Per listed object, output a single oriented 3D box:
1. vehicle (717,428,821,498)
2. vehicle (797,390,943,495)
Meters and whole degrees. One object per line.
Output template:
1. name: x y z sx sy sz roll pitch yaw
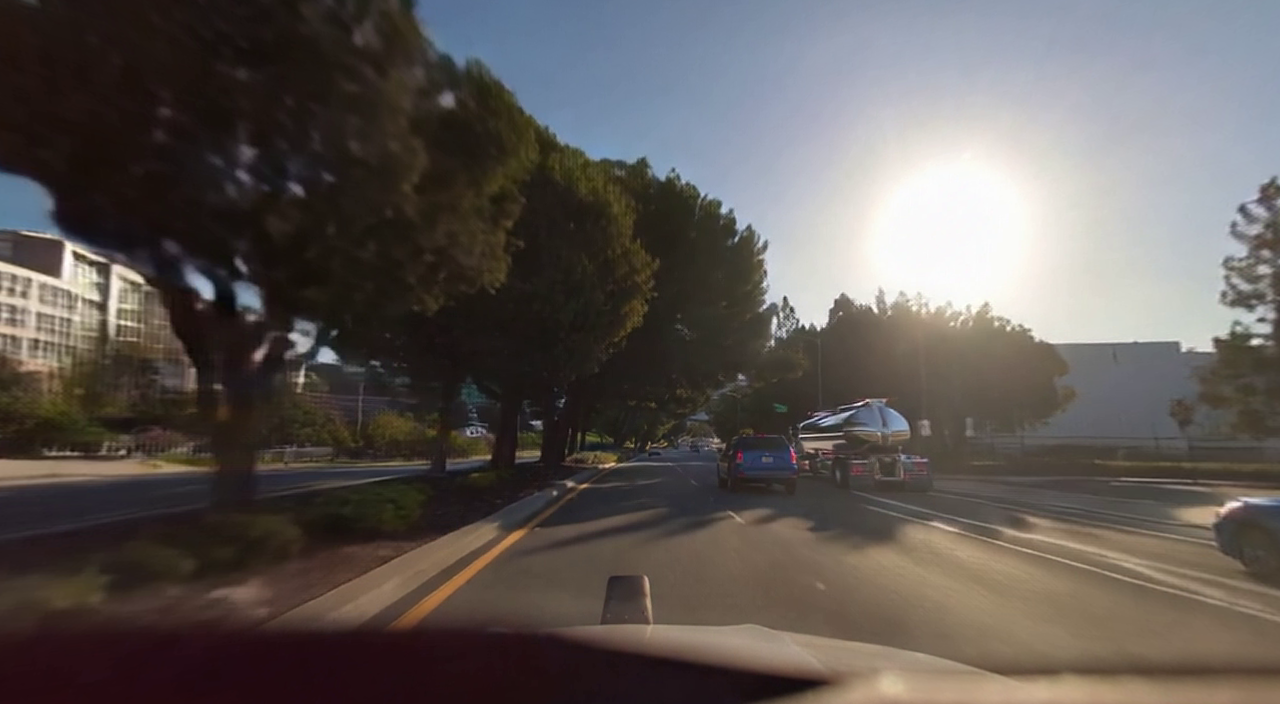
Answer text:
1. vehicle: 3.514 3.121 18.113 2.045 1.729 4.532 0 -8 0
2. vehicle: 7.898 3.249 22.671 2.849 3.207 6.275 0 -8 0
